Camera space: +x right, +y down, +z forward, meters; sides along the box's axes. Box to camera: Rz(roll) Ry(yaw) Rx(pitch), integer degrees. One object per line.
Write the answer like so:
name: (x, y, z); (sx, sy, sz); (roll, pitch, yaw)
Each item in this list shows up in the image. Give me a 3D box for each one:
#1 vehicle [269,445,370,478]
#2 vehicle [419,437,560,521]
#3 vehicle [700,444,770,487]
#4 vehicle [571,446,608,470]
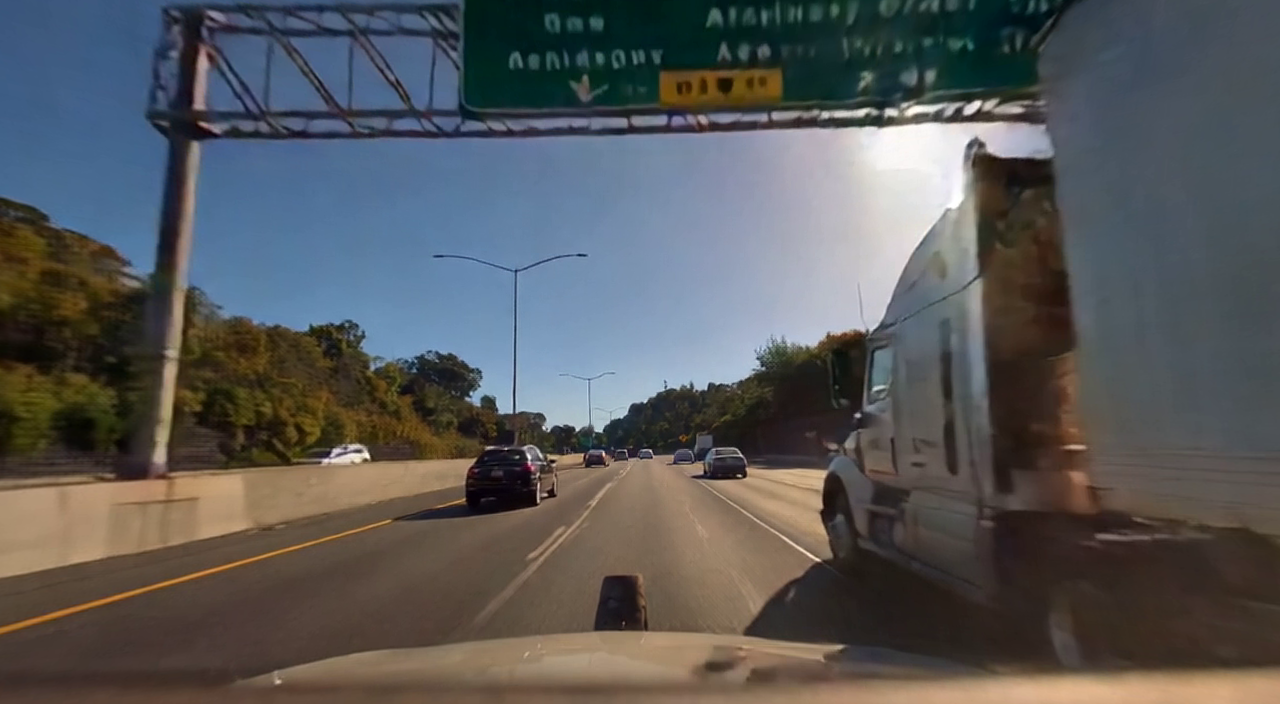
vehicle: (-23.352, 8.003, 46.710); (2.721, 2.129, 9.070); (0, -8, 0)
vehicle: (-3.243, 2.836, 14.785); (1.974, 1.589, 5.047); (-1, -8, 1)
vehicle: (3.495, 4.251, 24.081); (2.040, 1.461, 4.822); (-1, -8, 1)
vehicle: (-3.351, 7.168, 42.846); (2.099, 1.494, 4.504); (0, -8, 1)
